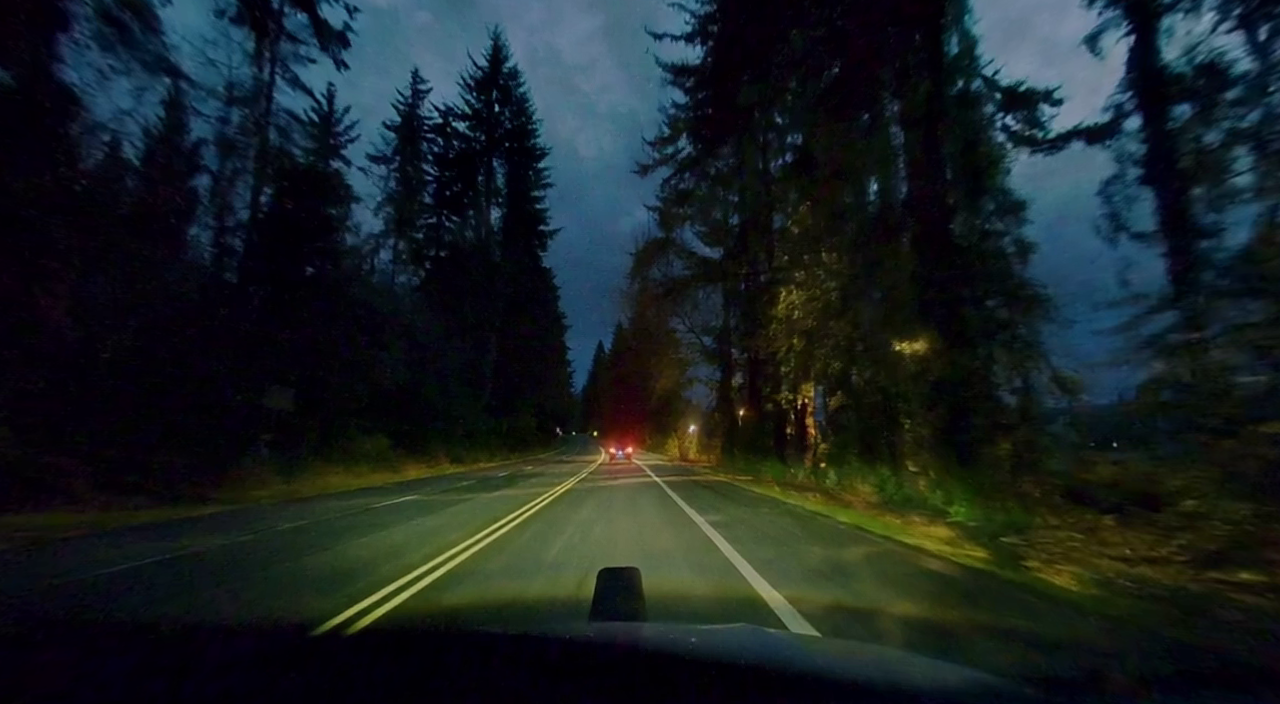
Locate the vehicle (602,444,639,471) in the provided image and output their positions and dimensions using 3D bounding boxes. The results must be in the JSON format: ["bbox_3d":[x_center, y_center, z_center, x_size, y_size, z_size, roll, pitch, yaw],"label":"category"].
[{"bbox_3d":[-1.180,6.256,37.693,2.042,1.489,3.963,0,-9,-2],"label":"vehicle"}]
